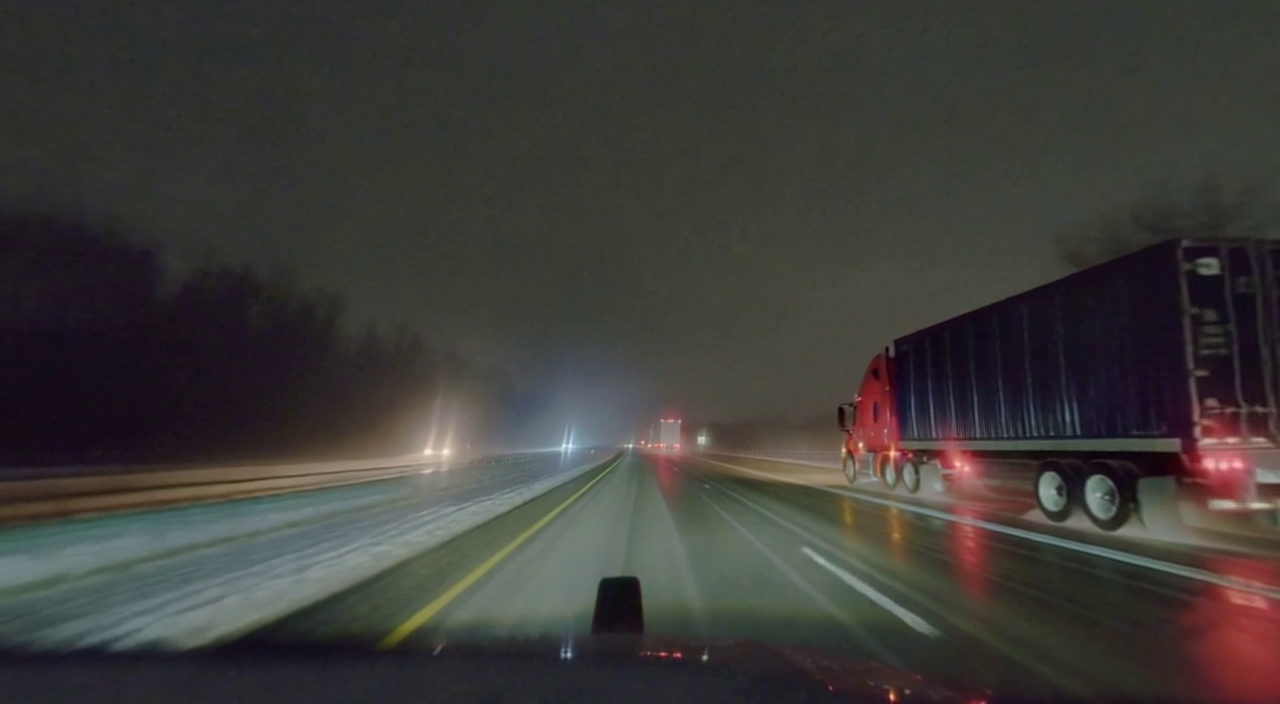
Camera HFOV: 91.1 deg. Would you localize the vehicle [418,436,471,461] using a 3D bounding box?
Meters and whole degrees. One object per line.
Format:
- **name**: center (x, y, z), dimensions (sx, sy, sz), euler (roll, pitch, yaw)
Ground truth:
- **vehicle**: center (-12.829, 6.381, 41.518), dimensions (1.985, 1.509, 4.745), euler (0, -9, 0)
